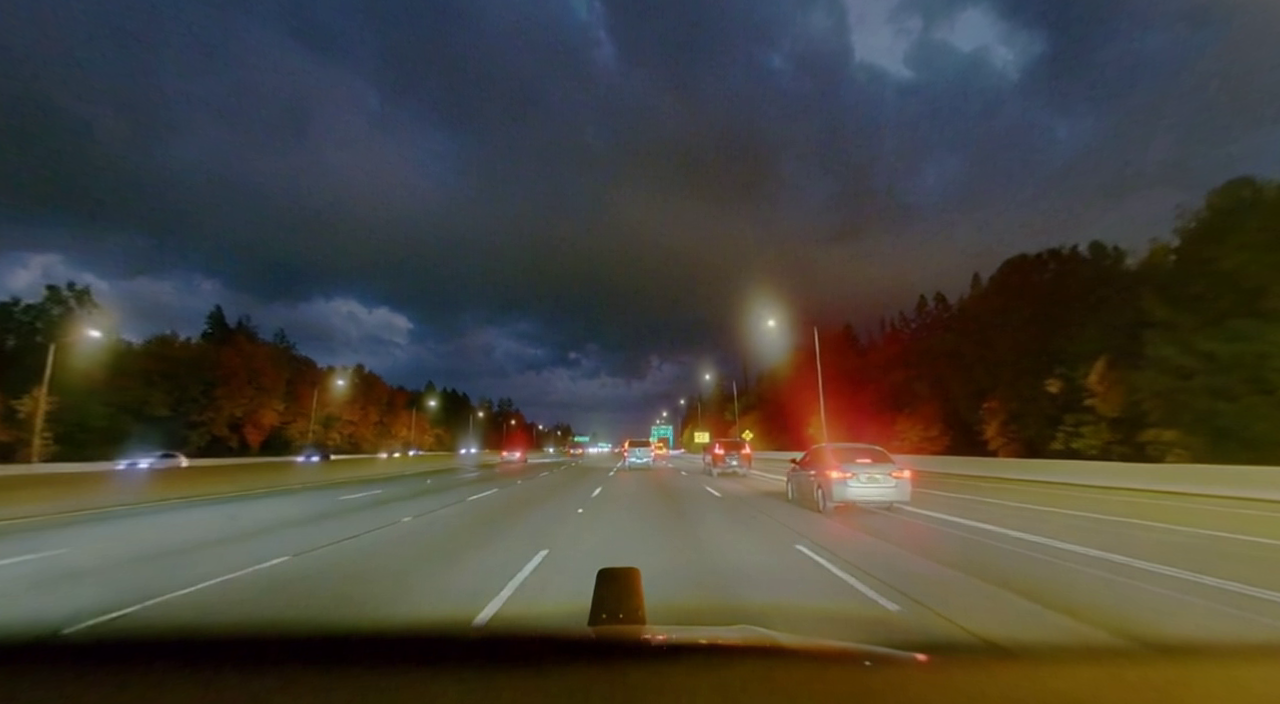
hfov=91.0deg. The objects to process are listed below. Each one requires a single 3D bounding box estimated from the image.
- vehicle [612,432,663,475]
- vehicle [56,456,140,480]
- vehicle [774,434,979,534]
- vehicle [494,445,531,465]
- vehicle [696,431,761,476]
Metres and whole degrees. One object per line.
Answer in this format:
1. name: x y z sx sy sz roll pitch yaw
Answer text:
1. vehicle: -0.095 5.068 31.565 2.372 1.957 5.121 0 -9 0
2. vehicle: -39.099 8.347 45.583 2.022 1.549 4.601 0 -9 0
3. vehicle: 4.156 2.393 12.114 2.057 1.508 4.767 0 -9 0
4. vehicle: -9.960 8.077 49.475 1.989 1.529 4.433 0 -9 1
5. vehicle: 4.268 5.018 31.413 2.388 1.998 5.749 0 -9 0
